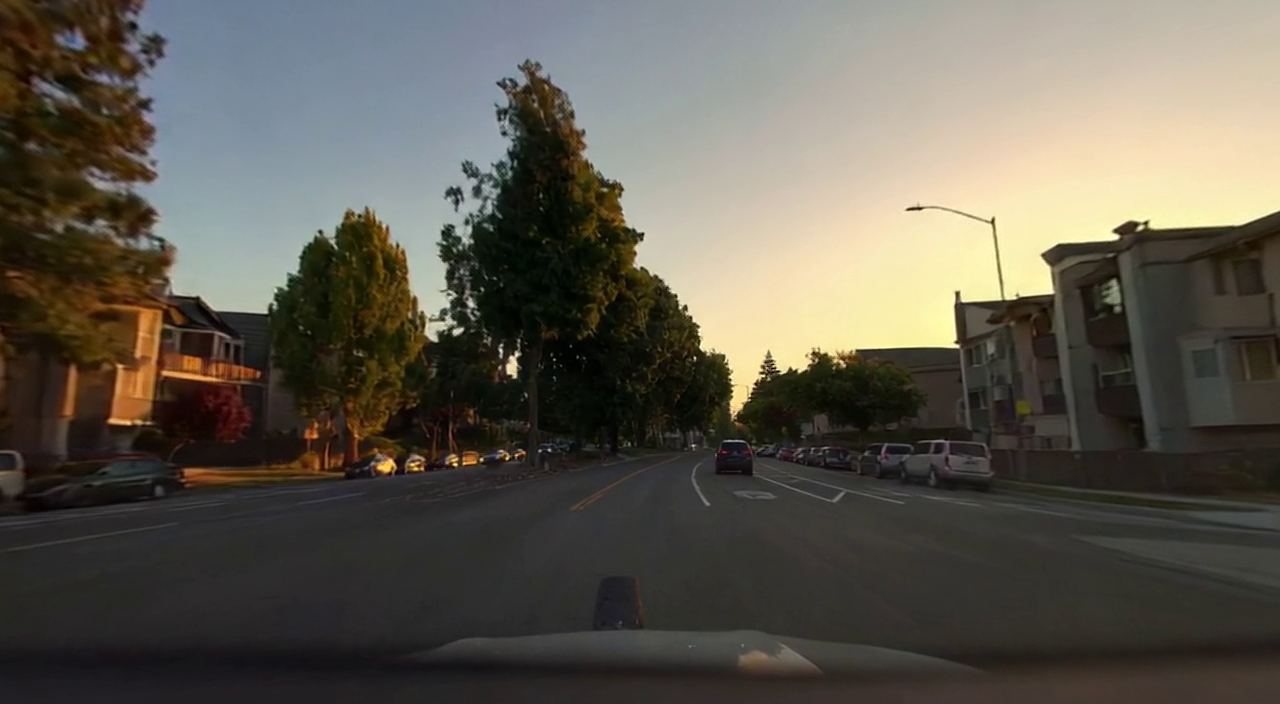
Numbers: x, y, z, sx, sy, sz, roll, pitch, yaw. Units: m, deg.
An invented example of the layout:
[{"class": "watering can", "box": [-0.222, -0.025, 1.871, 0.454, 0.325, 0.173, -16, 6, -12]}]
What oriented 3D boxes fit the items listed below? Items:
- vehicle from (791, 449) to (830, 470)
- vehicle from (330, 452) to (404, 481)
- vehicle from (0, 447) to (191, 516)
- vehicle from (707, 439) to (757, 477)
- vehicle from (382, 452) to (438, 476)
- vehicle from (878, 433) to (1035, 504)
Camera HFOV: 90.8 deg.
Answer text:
[{"class": "vehicle", "box": [12.251, 7.760, 45.755, 1.856, 1.448, 4.484, -1, -9, 4]}, {"class": "vehicle", "box": [-15.727, 6.614, 36.733, 2.002, 1.510, 4.755, -1, -9, 3]}, {"class": "vehicle", "box": [-16.657, 3.881, 19.534, 2.014, 1.734, 4.651, -2, -8, 2]}, {"class": "vehicle", "box": [4.547, 5.297, 31.749, 2.085, 1.763, 4.490, -1, -8, 4]}, {"class": "vehicle", "box": [-15.311, 7.477, 42.308, 1.822, 1.478, 4.275, -1, -9, 6]}, {"class": "vehicle", "box": [10.256, 3.804, 21.244, 2.460, 2.002, 5.900, -1, -8, 3]}]
